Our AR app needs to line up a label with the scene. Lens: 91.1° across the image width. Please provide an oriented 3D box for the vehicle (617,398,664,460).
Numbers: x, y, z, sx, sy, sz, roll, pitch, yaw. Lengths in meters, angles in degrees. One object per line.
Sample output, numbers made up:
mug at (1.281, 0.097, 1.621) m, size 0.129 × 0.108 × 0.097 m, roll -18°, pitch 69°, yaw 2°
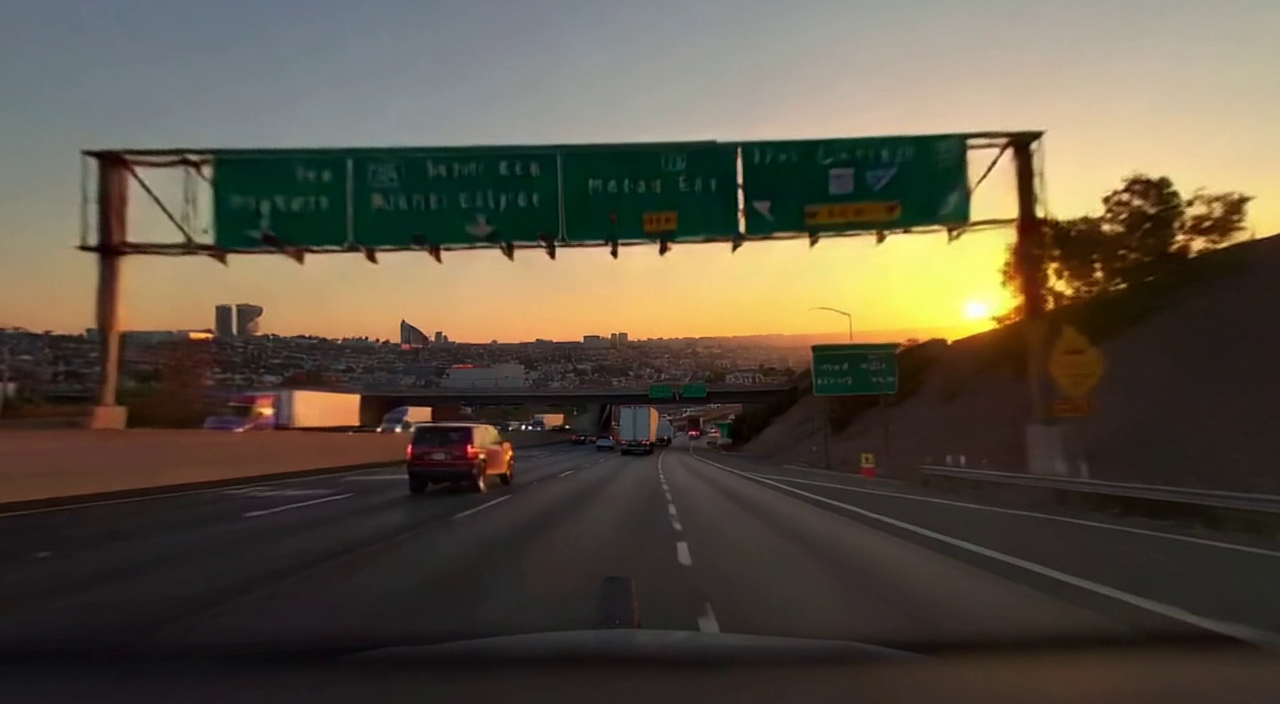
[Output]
vehicle at (0.135, 5.770, 46.570) m, size 3.024 × 4.019 × 10.605 m, roll 0°, pitch -8°, yaw 1°

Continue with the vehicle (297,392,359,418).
vehicle at (-23.708, 4.082, 48.020) m, size 1.990 × 1.703 × 5.121 m, roll 0°, pitch -8°, yaw 2°

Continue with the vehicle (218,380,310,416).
vehicle at (-24.001, 3.058, 40.478) m, size 2.348 × 1.985 × 5.488 m, roll 0°, pitch -8°, yaw 2°

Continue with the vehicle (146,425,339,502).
vehicle at (-8.810, 2.470, 14.414) m, size 1.845 × 1.493 × 3.799 m, roll 0°, pitch -8°, yaw 2°

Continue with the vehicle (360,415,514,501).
vehicle at (-4.739, 2.536, 15.541) m, size 2.119 × 1.787 × 4.655 m, roll 0°, pitch -8°, yaw 2°
